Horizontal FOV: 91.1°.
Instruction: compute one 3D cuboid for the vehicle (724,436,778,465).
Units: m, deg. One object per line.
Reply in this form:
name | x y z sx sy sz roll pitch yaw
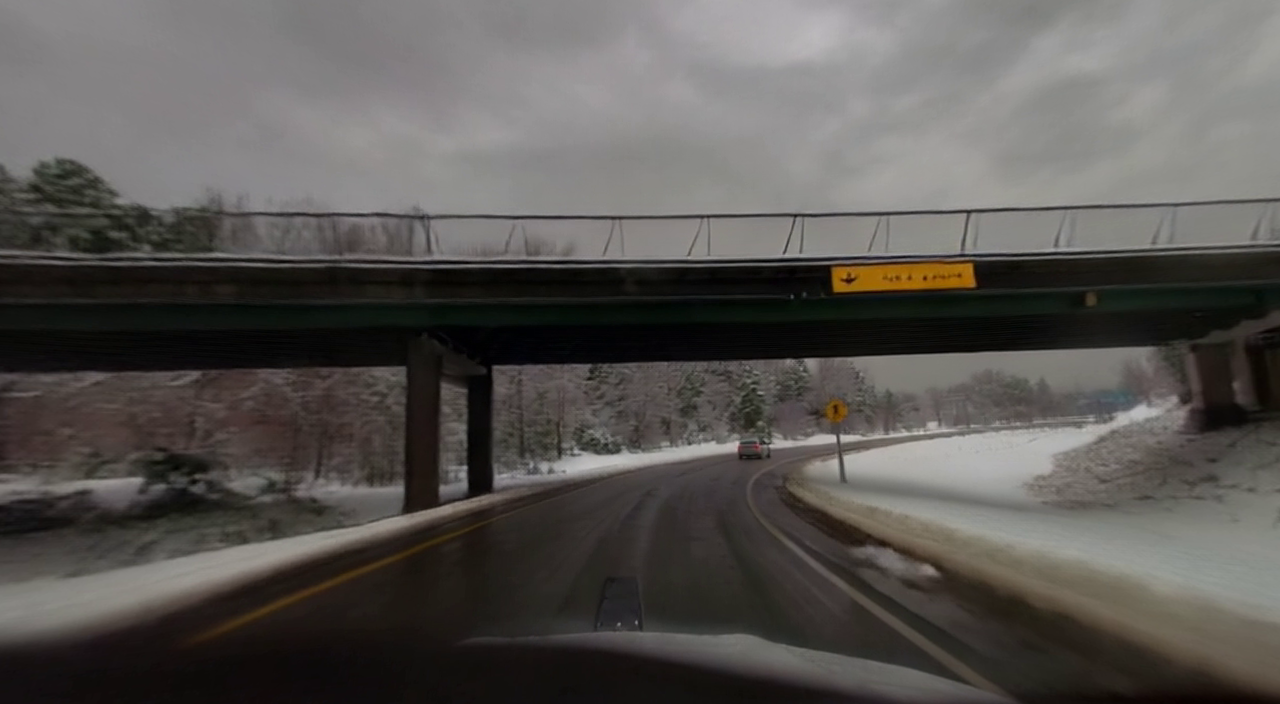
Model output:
vehicle | 6.065 5.314 34.022 1.980 1.449 3.650 -4 -10 23
